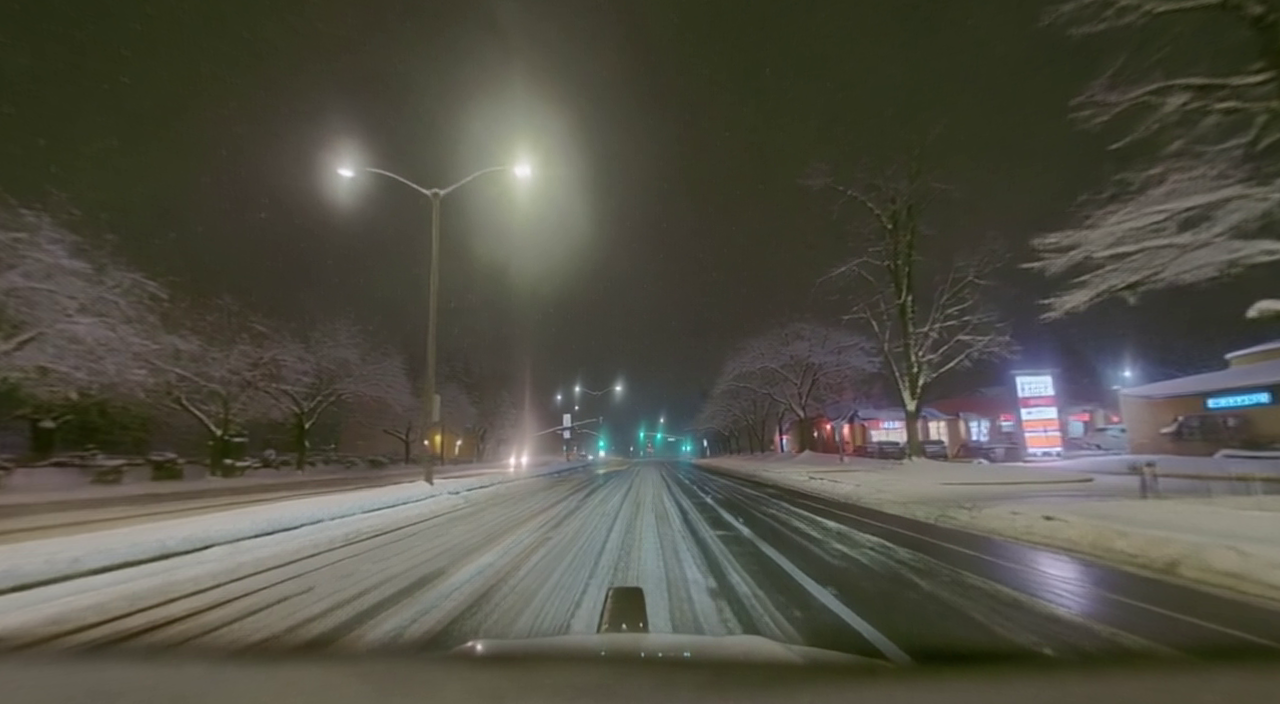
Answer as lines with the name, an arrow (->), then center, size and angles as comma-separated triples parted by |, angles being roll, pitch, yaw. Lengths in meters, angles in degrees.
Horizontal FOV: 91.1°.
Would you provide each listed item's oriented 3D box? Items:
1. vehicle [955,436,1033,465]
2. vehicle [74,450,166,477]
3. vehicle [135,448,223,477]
vehicle -> 26.973, 7.534, 47.986 | 4.569, 1.929, 2.084 | -2, -10, -2
vehicle -> -40.477, 8.675, 49.083 | 2.266, 1.915, 5.560 | 0, -9, 3
vehicle -> -35.769, 8.548, 48.948 | 2.471, 2.129, 5.492 | 0, -9, 3
